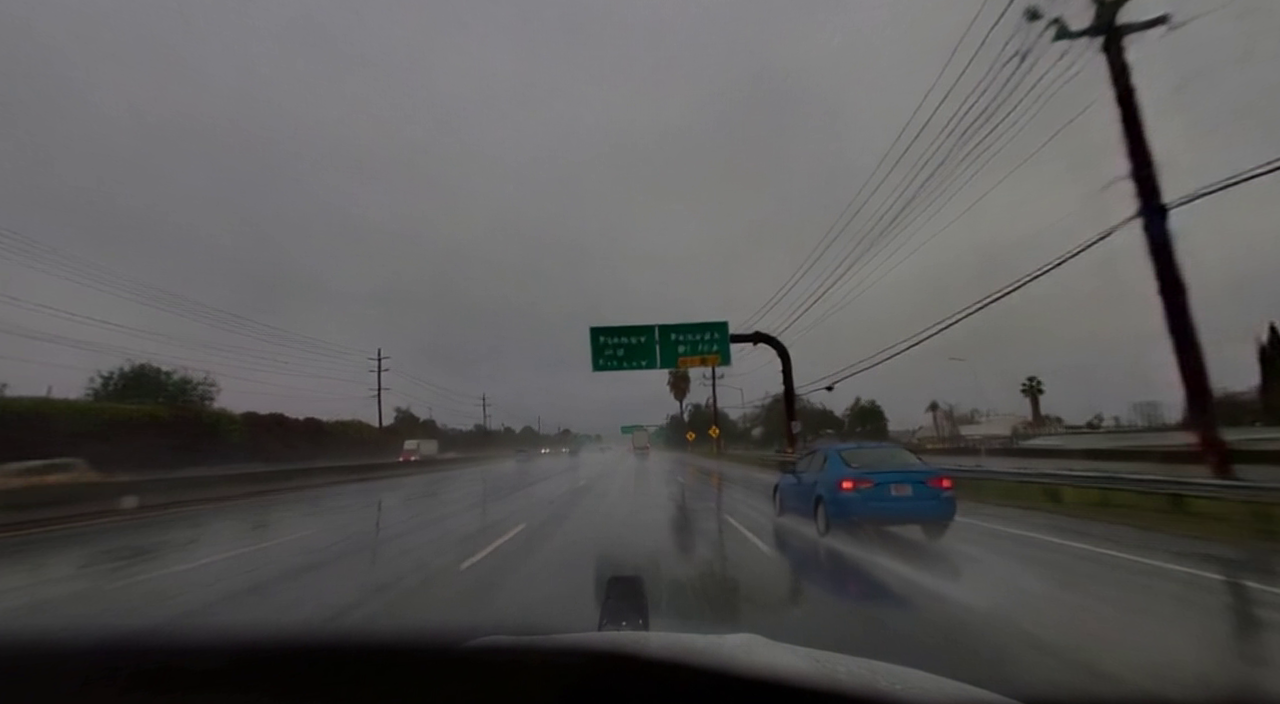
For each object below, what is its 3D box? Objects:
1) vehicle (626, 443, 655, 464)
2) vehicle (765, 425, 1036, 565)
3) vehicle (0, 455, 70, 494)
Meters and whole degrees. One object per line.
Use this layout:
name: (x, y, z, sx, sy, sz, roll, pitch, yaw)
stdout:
vehicle: (0.010, 7.503, 46.894, 2.036, 1.474, 3.969, 0, -8, 0)
vehicle: (3.351, 1.928, 9.295, 2.060, 1.526, 4.387, 0, -8, -1)
vehicle: (-24.291, 4.710, 24.312, 1.464, 1.356, 3.299, -1, -8, 2)
